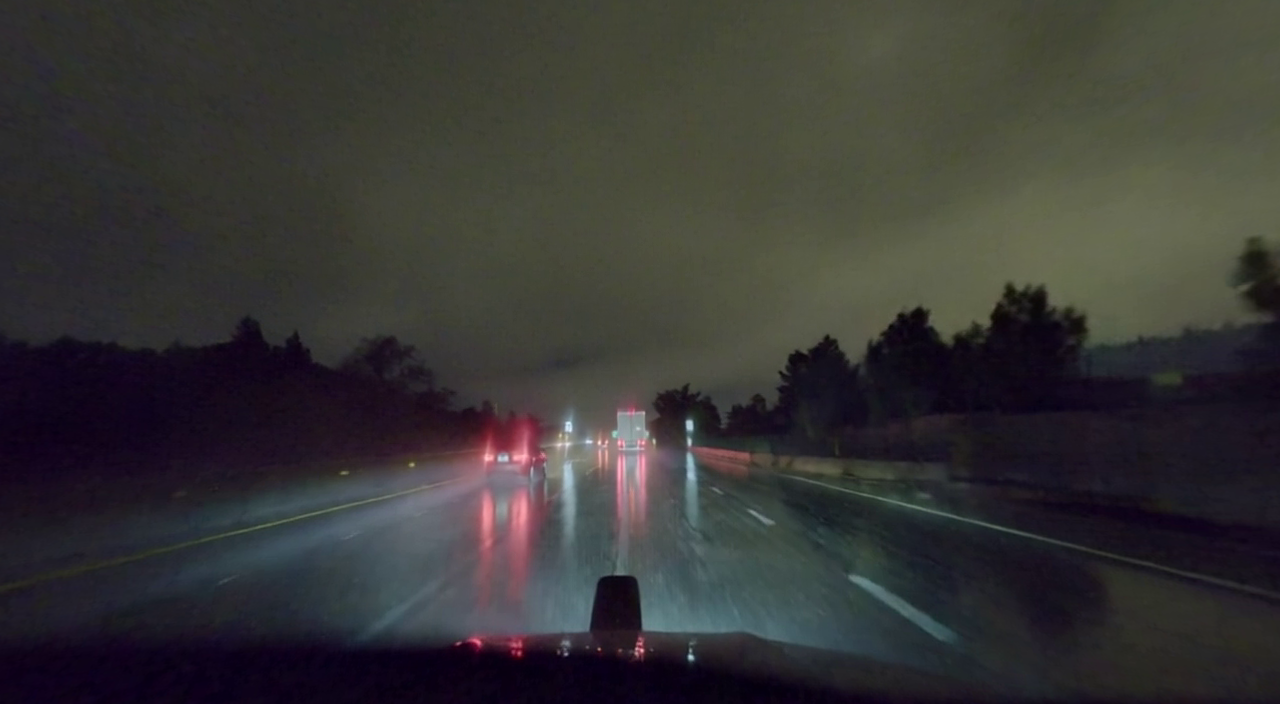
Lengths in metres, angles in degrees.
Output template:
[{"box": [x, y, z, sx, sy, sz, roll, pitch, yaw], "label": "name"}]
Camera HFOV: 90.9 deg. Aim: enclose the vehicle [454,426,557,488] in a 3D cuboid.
[{"box": [-3.905, 3.117, 19.192, 2.123, 1.655, 4.688, 0, -8, 0], "label": "vehicle"}]
